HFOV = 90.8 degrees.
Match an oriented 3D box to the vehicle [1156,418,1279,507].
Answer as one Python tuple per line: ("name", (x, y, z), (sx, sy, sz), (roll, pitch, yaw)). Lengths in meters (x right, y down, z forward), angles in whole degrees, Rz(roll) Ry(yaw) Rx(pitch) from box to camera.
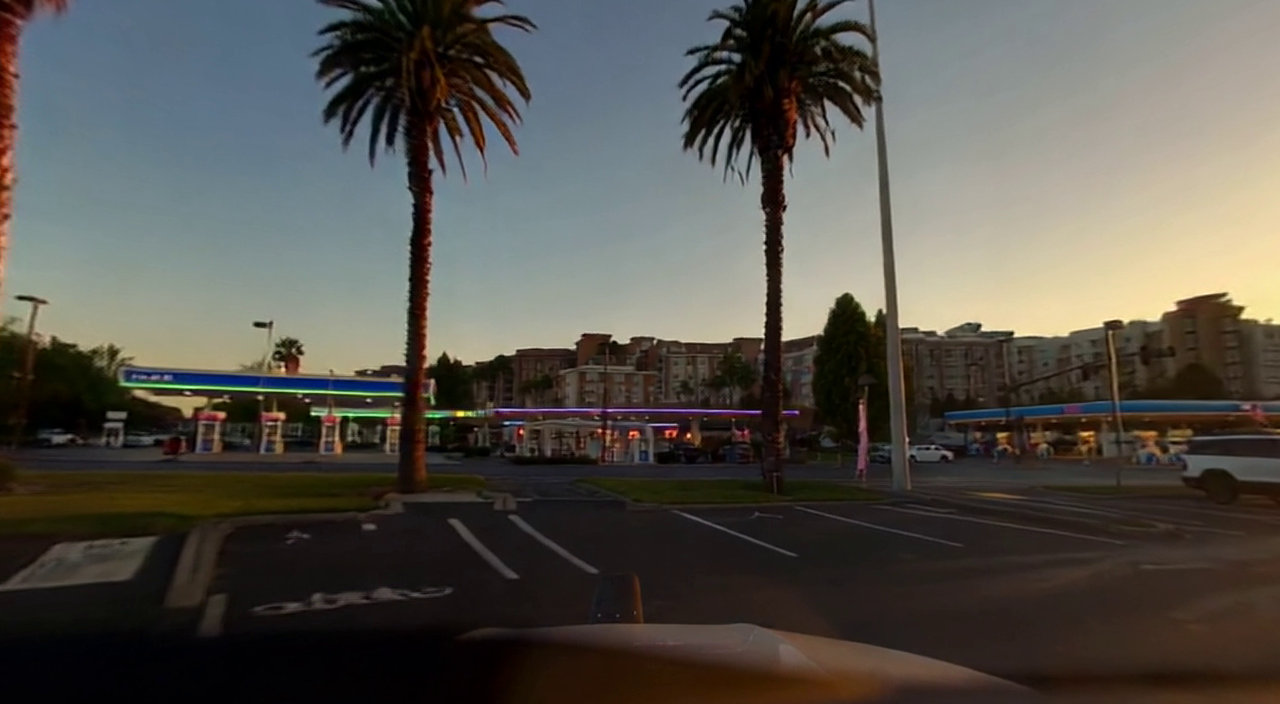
("vehicle", (14.339, 2.369, 13.574), (2.028, 1.850, 4.731), (2, -8, -10))
